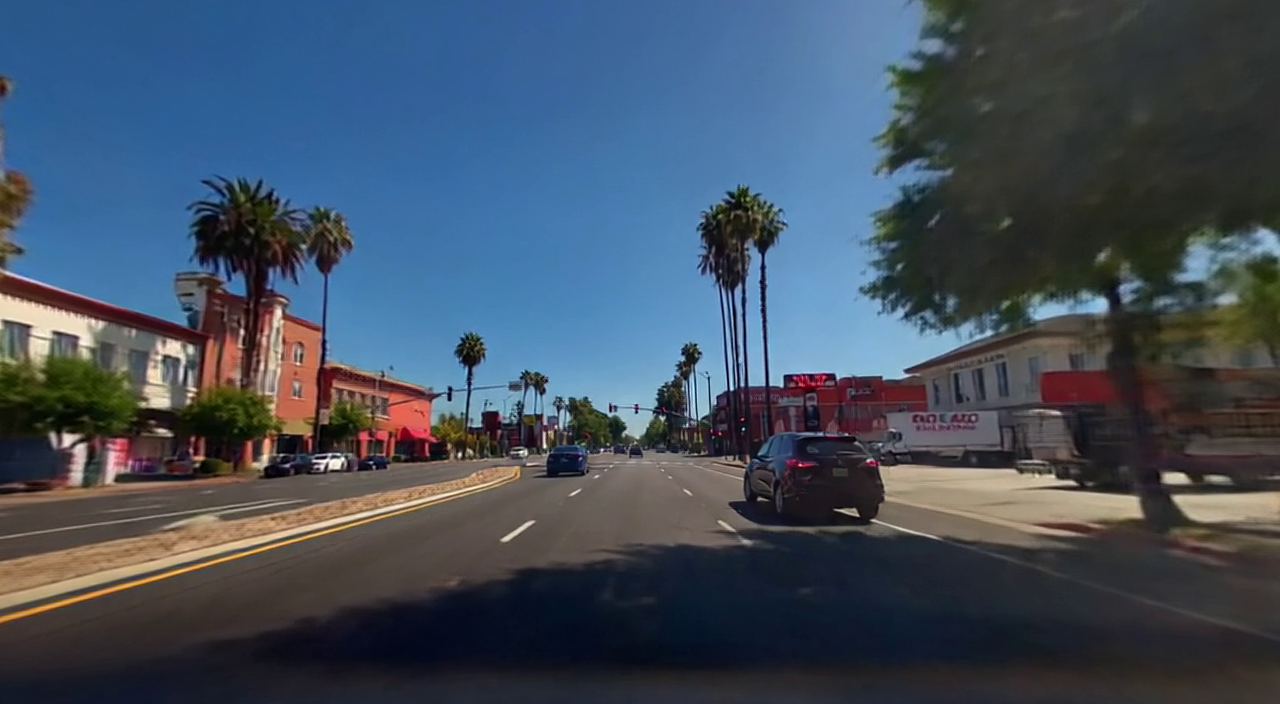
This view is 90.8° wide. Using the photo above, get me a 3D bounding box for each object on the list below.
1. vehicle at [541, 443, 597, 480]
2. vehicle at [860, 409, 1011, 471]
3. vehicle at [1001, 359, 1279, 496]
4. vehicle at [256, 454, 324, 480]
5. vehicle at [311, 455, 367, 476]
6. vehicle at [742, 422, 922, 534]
[{"bbox_3d":[-3.011,4.737,27.550,2.034,1.498,3.995,0,-9,-1],"label":"vehicle"},{"bbox_3d":[15.799,4.770,34.241,6.704,3.194,2.704,-1,-9,6],"label":"vehicle"},{"bbox_3d":[14.479,2.103,17.542,7.195,3.468,2.597,0,-9,-3],"label":"vehicle"},{"bbox_3d":[-22.517,7.383,40.807,2.045,1.536,3.911,0,-9,1],"label":"vehicle"},{"bbox_3d":[-22.583,8.523,47.644,1.997,1.434,4.569,0,-9,0],"label":"vehicle"},{"bbox_3d":[3.344,2.288,12.028,1.982,1.711,4.276,0,-9,-1],"label":"vehicle"}]
